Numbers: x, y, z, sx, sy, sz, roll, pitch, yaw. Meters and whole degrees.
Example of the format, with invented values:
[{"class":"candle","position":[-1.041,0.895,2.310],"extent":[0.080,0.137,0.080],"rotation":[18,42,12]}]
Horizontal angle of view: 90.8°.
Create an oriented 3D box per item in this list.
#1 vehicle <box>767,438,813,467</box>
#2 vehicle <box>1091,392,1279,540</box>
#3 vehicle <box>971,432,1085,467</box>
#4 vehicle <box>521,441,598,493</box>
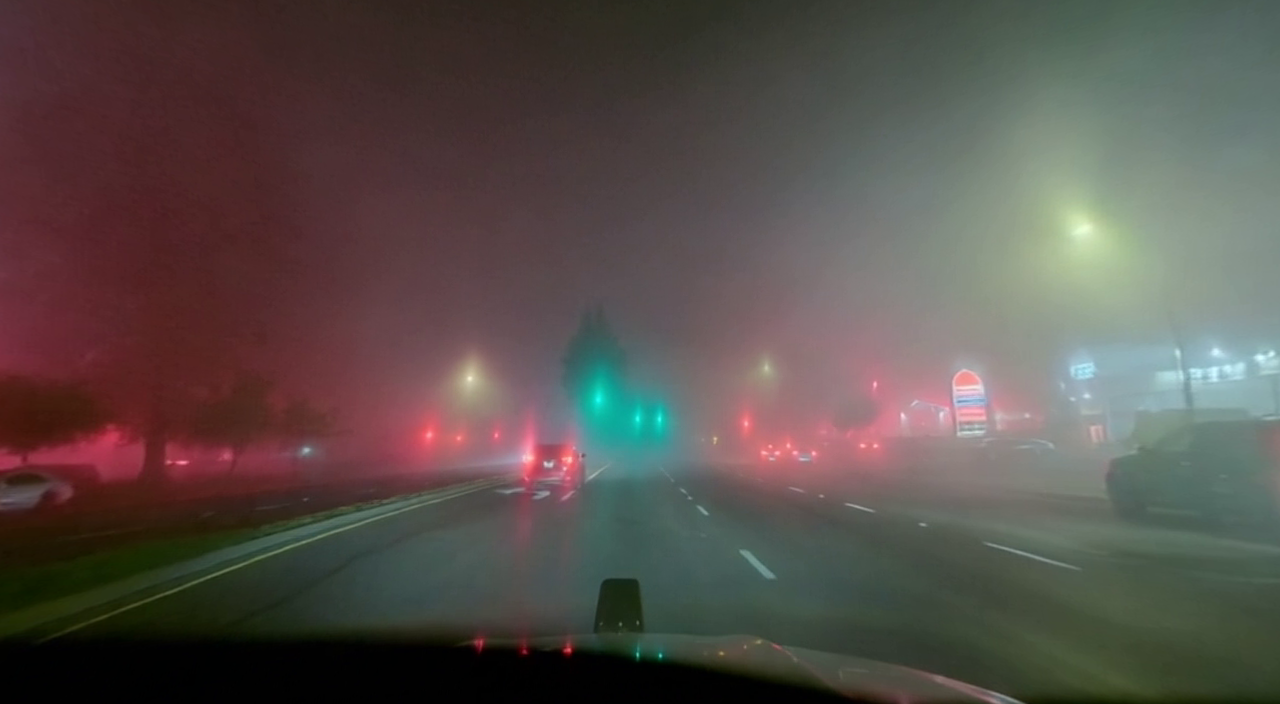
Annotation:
[{"class":"vehicle","position":[10.356,6.973,43.920],"extent":[1.998,1.862,4.658],"rotation":[0,-8,0]},{"class":"vehicle","position":[10.355,1.753,9.878],"extent":[2.266,2.118,5.742],"rotation":[0,-8,-1]},{"class":"vehicle","position":[19.986,5.030,32.651],"extent":[4.729,1.706,1.922],"rotation":[-7,-11,37]},{"class":"vehicle","position":[-2.464,3.638,20.318],"extent":[2.185,1.473,3.925],"rotation":[0,-8,-3]}]
